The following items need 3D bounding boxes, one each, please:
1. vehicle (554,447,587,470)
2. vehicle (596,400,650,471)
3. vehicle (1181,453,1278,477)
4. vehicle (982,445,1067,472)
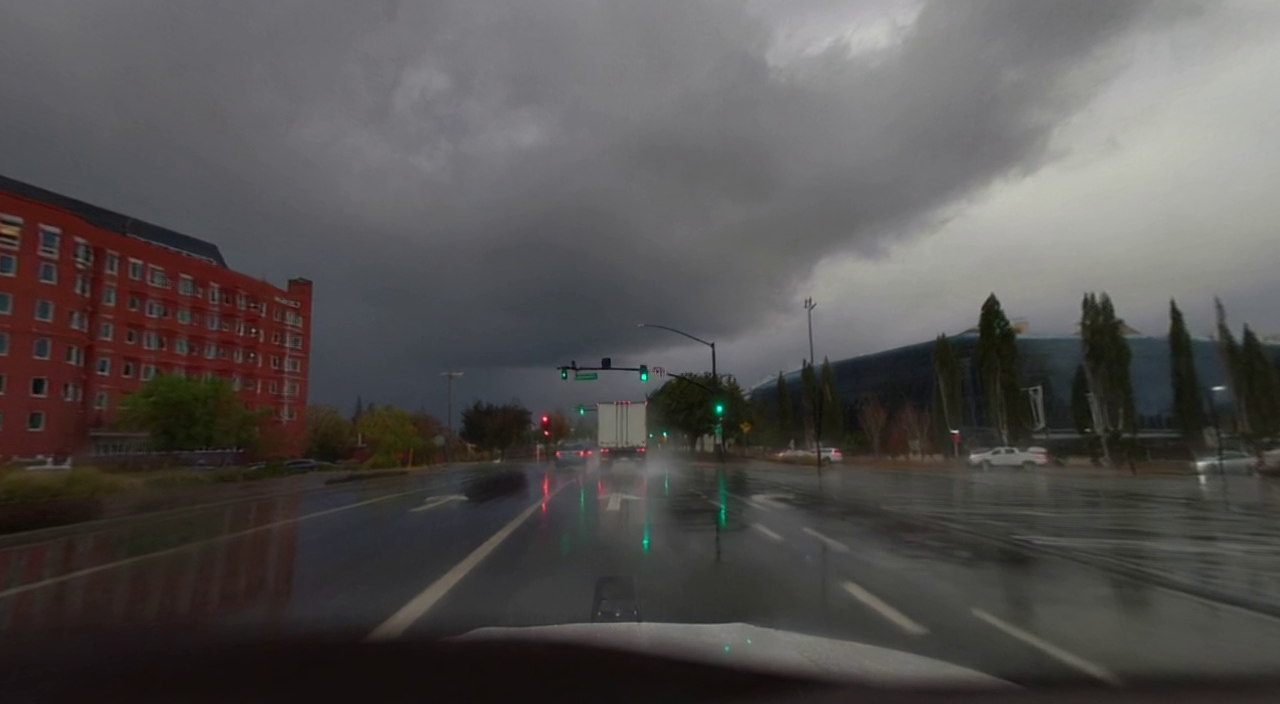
[{"bbox_3d":[-4.823,7.410,44.108,1.917,1.462,3.878,0,-8,-1],"label":"vehicle"},{"bbox_3d":[-1.006,5.060,38.012,2.876,3.724,9.351,0,-8,-1],"label":"vehicle"},{"bbox_3d":[39.846,7.632,42.723,4.376,1.459,1.696,-4,-8,27],"label":"vehicle"},{"bbox_3d":[28.958,8.008,47.667,5.139,1.889,1.953,-4,-7,22],"label":"vehicle"}]
